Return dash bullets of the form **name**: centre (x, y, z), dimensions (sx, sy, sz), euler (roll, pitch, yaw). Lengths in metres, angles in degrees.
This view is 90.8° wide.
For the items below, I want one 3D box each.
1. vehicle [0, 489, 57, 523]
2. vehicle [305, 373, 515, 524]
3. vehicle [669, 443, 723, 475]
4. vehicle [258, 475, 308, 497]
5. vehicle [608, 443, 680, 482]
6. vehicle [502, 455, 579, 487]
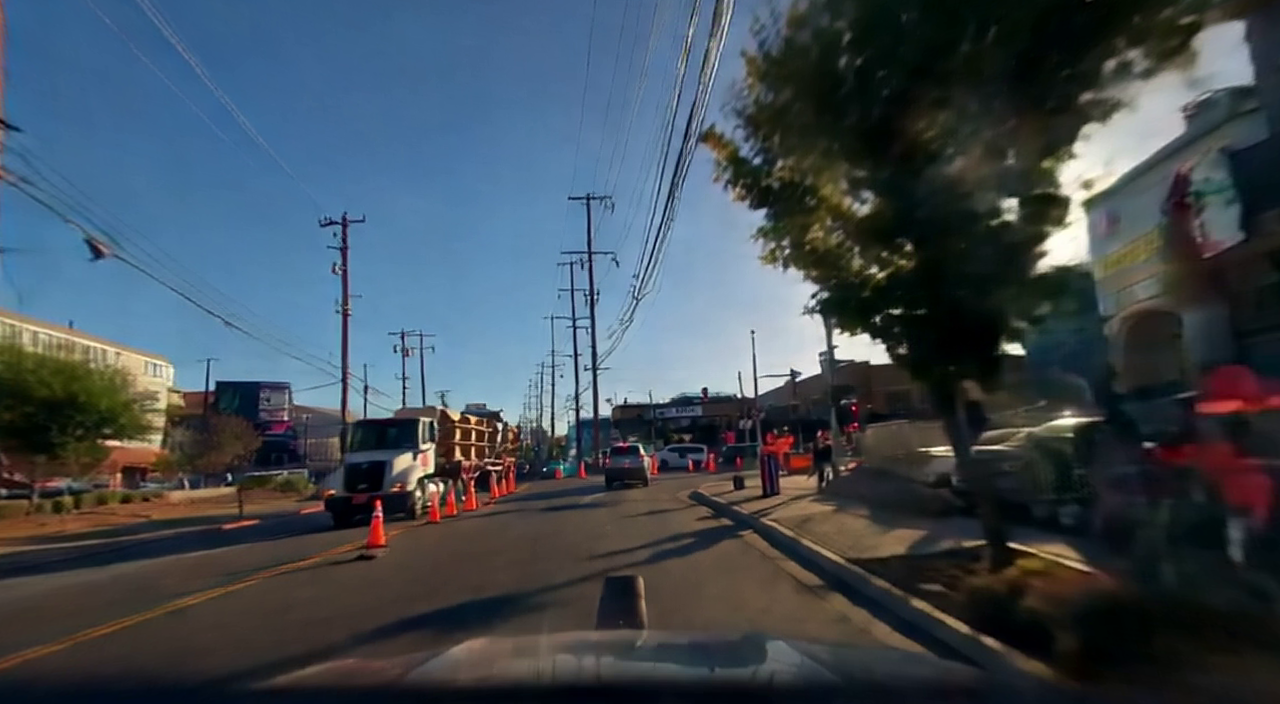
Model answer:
- **vehicle**: centre (-33.945, 8.239, 33.562), dimensions (4.180, 1.547, 1.913), euler (-4, -8, 4)
- **vehicle**: centre (-6.902, 3.266, 21.570), dimensions (3.007, 3.800, 11.011), euler (0, -9, 0)
- **vehicle**: centre (3.746, 6.929, 41.272), dimensions (2.206, 1.911, 5.548), euler (-3, -9, 19)
- **vehicle**: centre (-26.282, 9.868, 46.615), dimensions (1.817, 1.456, 4.079), euler (0, -11, -9)
- **vehicle**: centre (0.313, 5.729, 33.059), dimensions (2.256, 1.859, 5.118), euler (-3, -9, 19)
- **vehicle**: centre (-5.340, 6.465, 34.639), dimensions (2.103, 1.526, 4.743), euler (-3, -9, 20)
